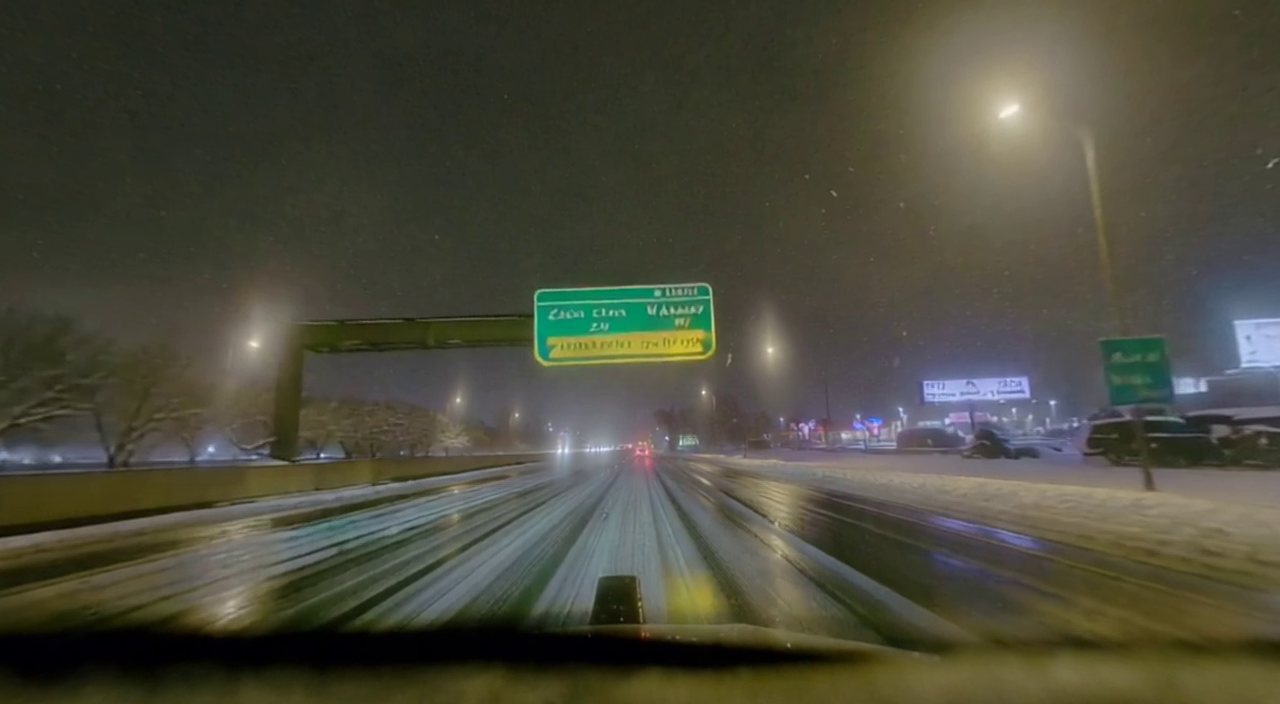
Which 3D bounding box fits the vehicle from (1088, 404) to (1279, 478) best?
[{"bbox_3d":[37.723,5.965,42.151,2.952,4.134,16.694,-4,-9,-1],"label":"vehicle"}]
